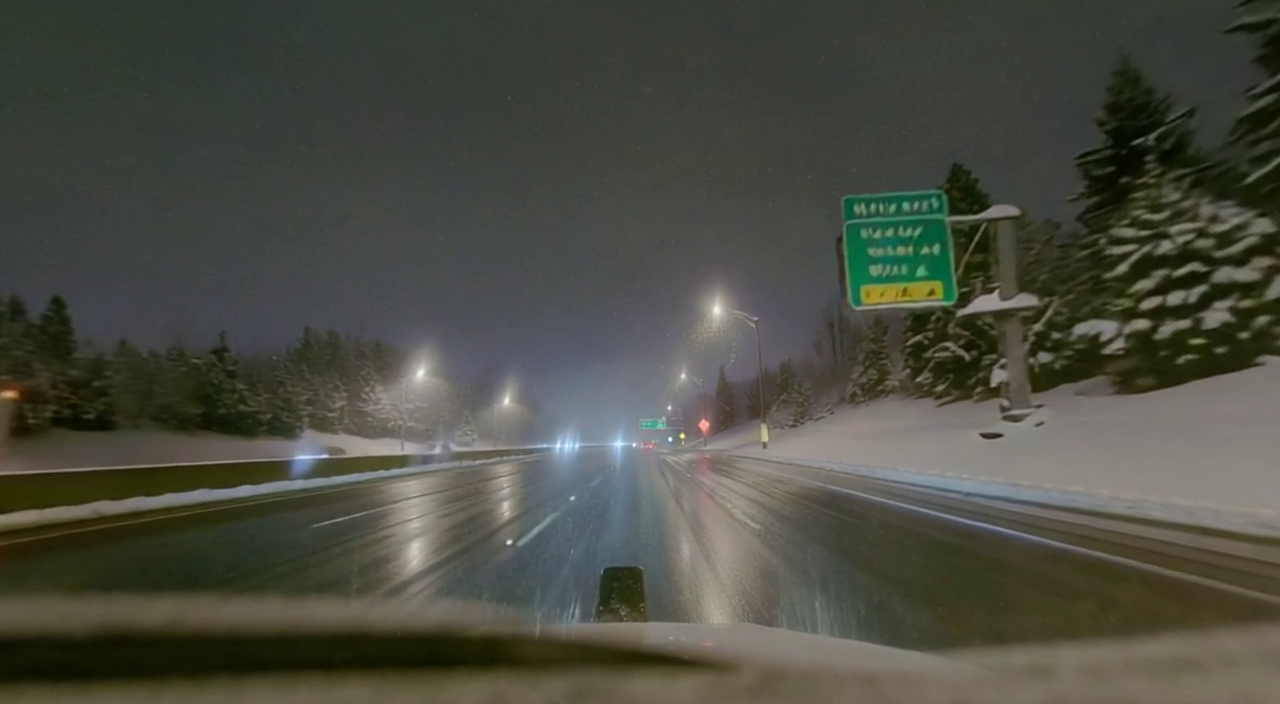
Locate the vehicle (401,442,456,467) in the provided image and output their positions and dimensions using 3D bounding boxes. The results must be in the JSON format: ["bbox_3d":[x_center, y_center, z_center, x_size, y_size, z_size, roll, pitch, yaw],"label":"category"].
[{"bbox_3d":[-13.612,6.625,40.851,1.923,1.478,4.503,0,-8,1],"label":"vehicle"}]

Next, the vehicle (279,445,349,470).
[{"bbox_3d":[-20.930,6.783,40.737,1.903,1.518,4.877,0,-8,1],"label":"vehicle"}]
